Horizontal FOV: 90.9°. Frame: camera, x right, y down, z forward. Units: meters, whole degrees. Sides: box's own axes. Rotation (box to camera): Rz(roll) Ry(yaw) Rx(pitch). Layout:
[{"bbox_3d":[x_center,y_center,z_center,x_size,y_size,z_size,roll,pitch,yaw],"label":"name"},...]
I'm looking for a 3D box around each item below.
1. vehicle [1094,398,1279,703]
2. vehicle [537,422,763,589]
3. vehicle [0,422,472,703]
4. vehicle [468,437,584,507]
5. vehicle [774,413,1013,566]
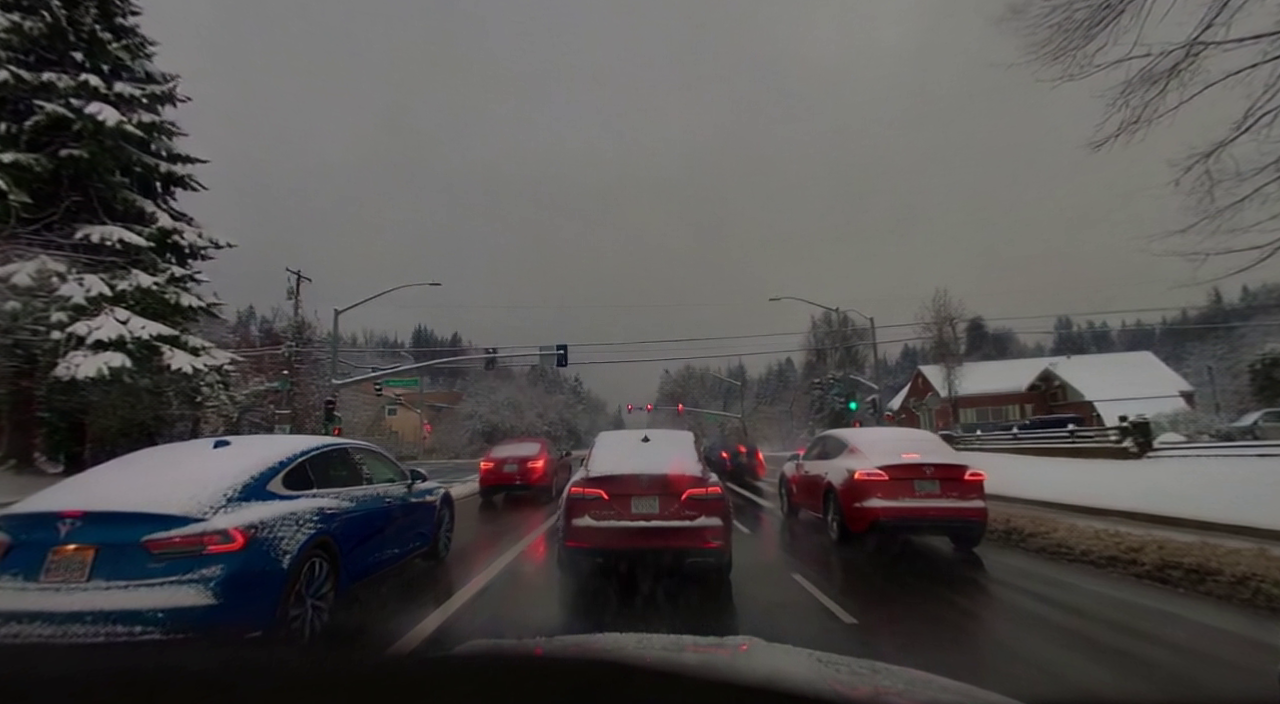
[{"bbox_3d":[3.302,0.714,0.837,1.951,1.522,4.614,0,-8,0],"label":"vehicle"},{"bbox_3d":[0.087,1.782,8.187,2.144,1.563,4.218,0,-8,0],"label":"vehicle"},{"bbox_3d":[-3.088,1.435,5.445,2.015,1.478,4.407,0,-8,0],"label":"vehicle"},{"bbox_3d":[-2.749,3.011,16.235,2.089,1.537,4.073,-1,-8,2],"label":"vehicle"},{"bbox_3d":[3.420,1.907,9.481,1.938,1.732,4.006,1,-8,0],"label":"vehicle"}]
